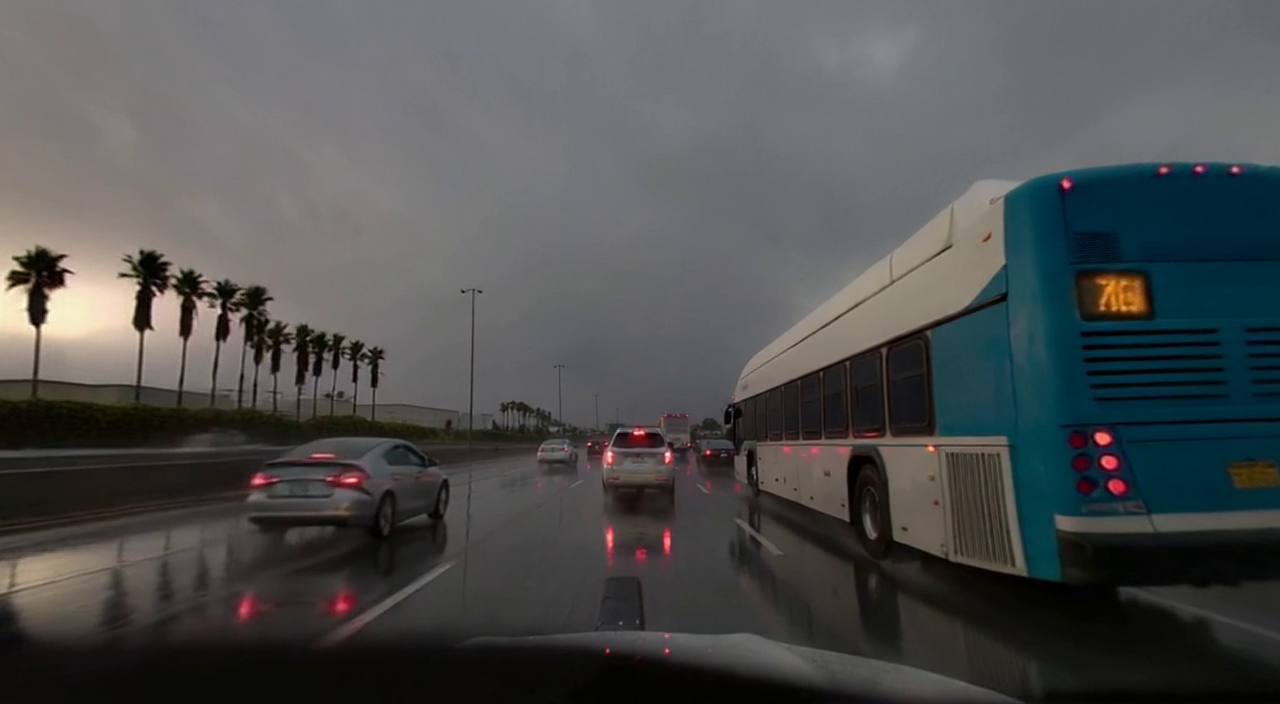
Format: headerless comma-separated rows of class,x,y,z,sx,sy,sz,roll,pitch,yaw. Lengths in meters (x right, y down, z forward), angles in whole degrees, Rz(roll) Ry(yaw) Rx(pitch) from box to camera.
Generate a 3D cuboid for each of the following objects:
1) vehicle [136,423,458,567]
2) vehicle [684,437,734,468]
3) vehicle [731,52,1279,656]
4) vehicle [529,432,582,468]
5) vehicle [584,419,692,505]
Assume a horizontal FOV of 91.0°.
vehicle,-4.386,1.901,9.185,2.040,1.536,4.680,0,-9,0
vehicle,3.561,5.326,33.392,2.039,1.516,4.521,0,-9,-2
vehicle,4.007,0.964,10.804,3.020,3.622,14.302,0,-9,1
vehicle,-4.475,5.279,33.958,2.100,1.765,4.743,0,-9,1
vehicle,-0.009,2.640,15.454,2.268,1.796,4.280,0,-9,1
